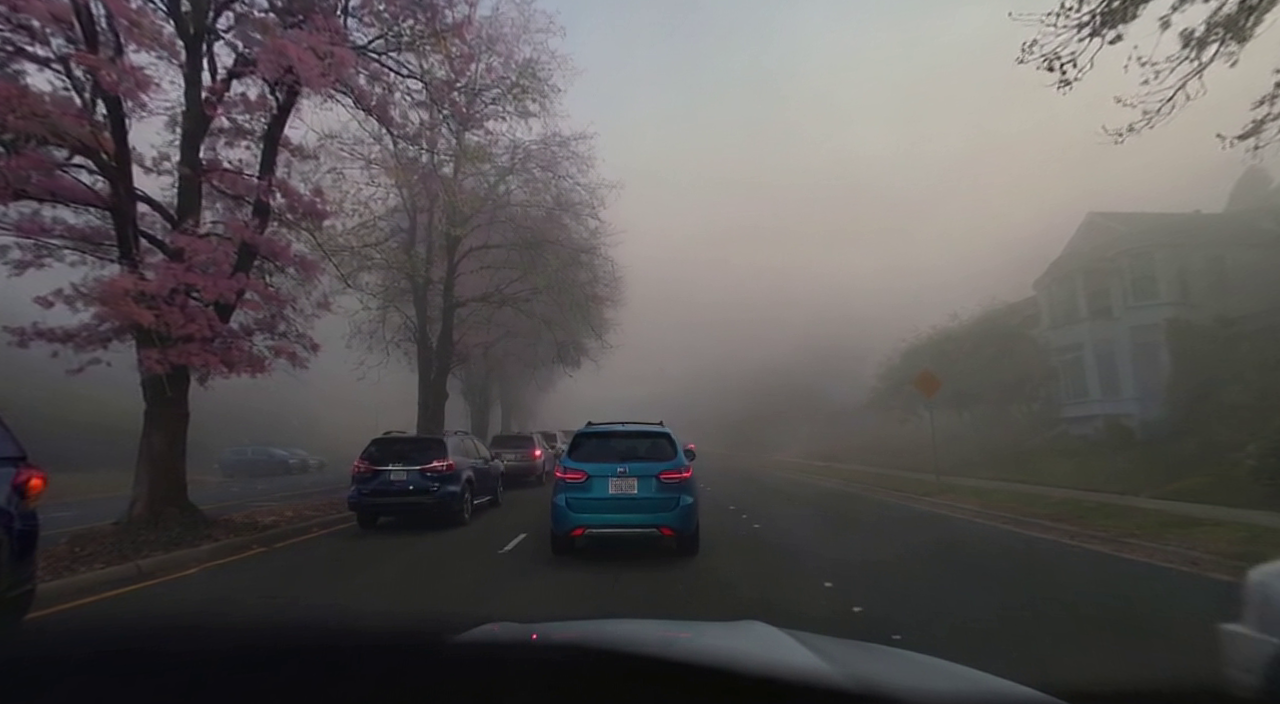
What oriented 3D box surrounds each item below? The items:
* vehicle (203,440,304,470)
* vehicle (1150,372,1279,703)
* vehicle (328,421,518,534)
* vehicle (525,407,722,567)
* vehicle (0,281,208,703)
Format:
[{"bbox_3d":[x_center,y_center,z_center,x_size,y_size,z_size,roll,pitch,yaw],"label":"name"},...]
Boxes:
[{"bbox_3d":[-28.503,7.591,46.832,5.856,2.096,2.481,3,-9,-18],"label":"vehicle"},{"bbox_3d":[3.250,0.646,0.639,1.932,1.578,4.217,1,-8,0],"label":"vehicle"},{"bbox_3d":[-3.667,2.200,11.656,1.948,1.668,4.279,0,-8,0],"label":"vehicle"},{"bbox_3d":[-0.191,1.744,8.878,2.112,1.693,4.058,0,-8,0],"label":"vehicle"},{"bbox_3d":[-3.519,0.509,0.956,2.304,1.928,4.833,0,-8,-1],"label":"vehicle"}]
